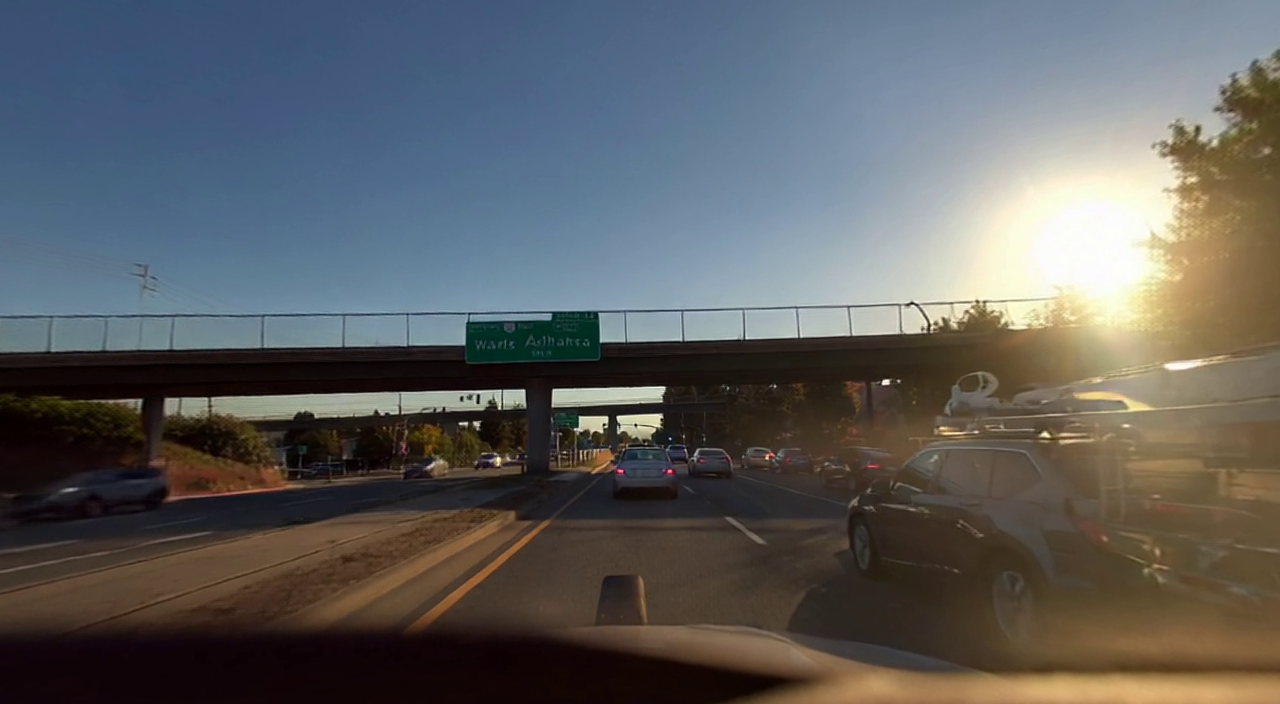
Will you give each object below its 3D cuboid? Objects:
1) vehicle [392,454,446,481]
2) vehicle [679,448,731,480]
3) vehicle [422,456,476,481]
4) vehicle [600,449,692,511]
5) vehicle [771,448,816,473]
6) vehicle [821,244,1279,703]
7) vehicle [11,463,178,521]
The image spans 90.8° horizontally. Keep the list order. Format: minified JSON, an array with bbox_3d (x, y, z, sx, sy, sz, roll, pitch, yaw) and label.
[{"bbox_3d":[-15.774,8.243,45.374,2.026,1.800,4.854,0,-9,0],"label":"vehicle"},{"bbox_3d":[3.087,5.422,30.783,1.962,1.431,4.205,0,-9,-2],"label":"vehicle"},{"bbox_3d":[-12.200,7.460,40.597,1.927,1.439,4.537,0,-9,2],"label":"vehicle"},{"bbox_3d":[0.113,3.127,15.882,2.027,1.341,3.775,0,-9,0],"label":"vehicle"},{"bbox_3d":[9.831,6.955,40.690,1.839,1.453,3.992,0,-9,-1],"label":"vehicle"},{"bbox_3d":[3.483,1.034,4.455,2.719,2.033,5.876,0,-9,1],"label":"vehicle"},{"bbox_3d":[-19.163,4.902,22.541,1.935,1.706,4.473,0,-9,0],"label":"vehicle"}]
